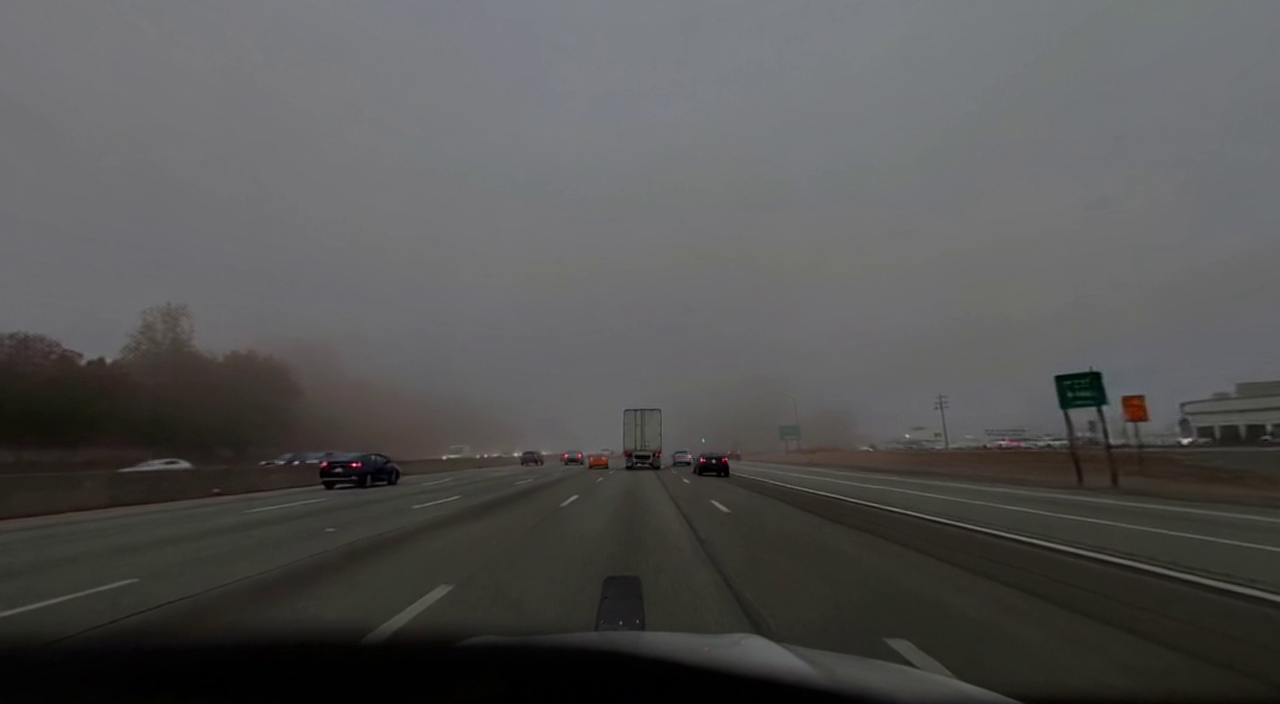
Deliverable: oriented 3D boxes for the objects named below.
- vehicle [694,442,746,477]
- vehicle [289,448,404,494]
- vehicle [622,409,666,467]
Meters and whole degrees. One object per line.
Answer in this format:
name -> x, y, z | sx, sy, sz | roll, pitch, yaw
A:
vehicle -> 4.064, 5.562, 32.762 | 2.107, 1.707, 4.445 | 0, -9, 0
vehicle -> -10.678, 4.327, 23.332 | 2.015, 1.521, 4.550 | 0, -9, 1
vehicle -> 0.440, 6.661, 47.991 | 3.012, 3.928, 10.262 | 0, -9, 2
